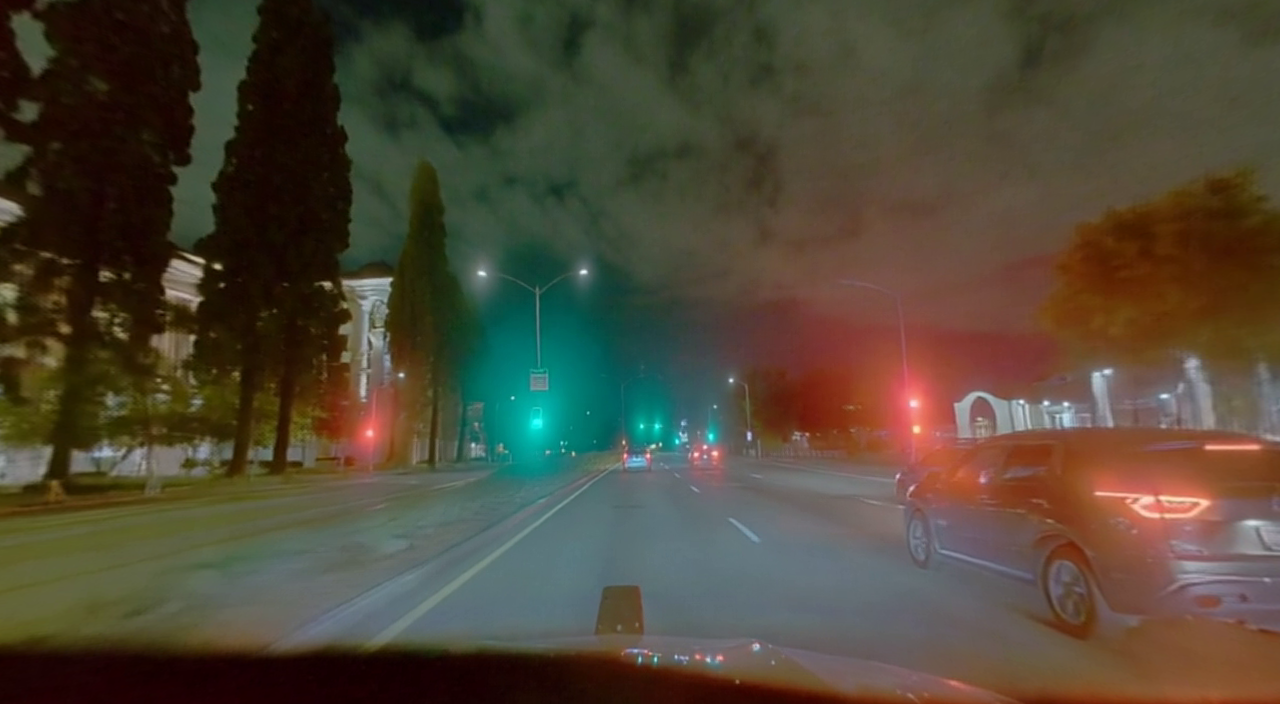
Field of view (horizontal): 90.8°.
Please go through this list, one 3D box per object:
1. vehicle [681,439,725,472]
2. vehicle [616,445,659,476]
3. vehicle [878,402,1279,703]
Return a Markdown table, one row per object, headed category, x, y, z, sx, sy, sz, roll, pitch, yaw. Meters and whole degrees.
| category | x | y | z | sx | sy | sz | roll | pitch | yaw |
| --- | --- | --- | --- | --- | --- | --- | --- | --- | --- |
| vehicle | 3.584 | 5.962 | 36.539 | 2.036 | 1.757 | 4.300 | 0 | -9 | -1 |
| vehicle | -0.162 | 5.535 | 32.489 | 2.054 | 1.446 | 3.969 | 0 | -9 | -1 |
| vehicle | 3.628 | 1.300 | 4.996 | 1.937 | 1.538 | 3.832 | 0 | -9 | -1 |
